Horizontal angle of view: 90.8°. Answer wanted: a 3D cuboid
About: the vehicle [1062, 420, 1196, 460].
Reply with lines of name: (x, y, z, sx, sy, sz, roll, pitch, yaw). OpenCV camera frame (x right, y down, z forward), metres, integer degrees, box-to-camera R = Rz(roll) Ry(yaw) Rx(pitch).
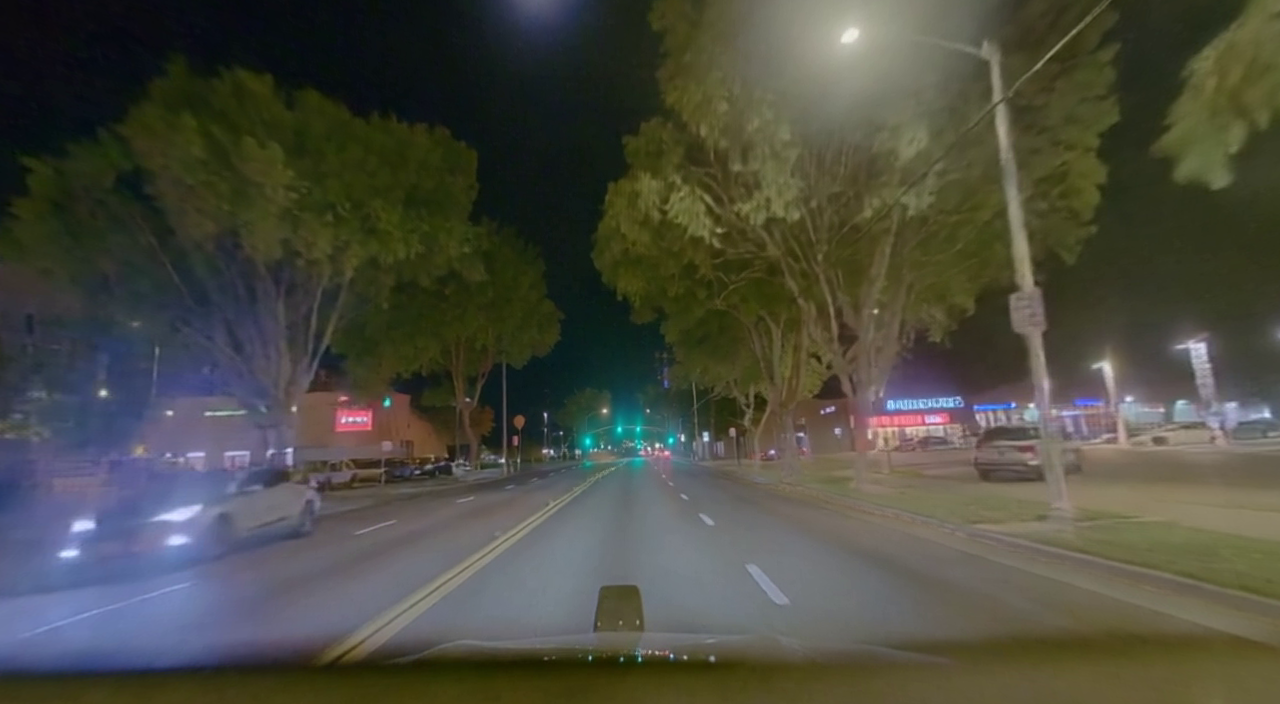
vehicle: (21.935, 4.004, 28.450, 4.442, 1.451, 1.945, -12, -12, 42)

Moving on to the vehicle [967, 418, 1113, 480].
vehicle: (11.213, 2.682, 17.581, 4.587, 1.504, 1.928, 6, -11, -38)

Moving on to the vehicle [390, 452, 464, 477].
vehicle: (-15.247, 8.057, 45.473, 4.579, 1.701, 2.033, 0, -8, 1)

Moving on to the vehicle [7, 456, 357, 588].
vehicle: (-6.504, 2.411, 9.882, 1.962, 1.478, 4.639, 0, -9, 1)
